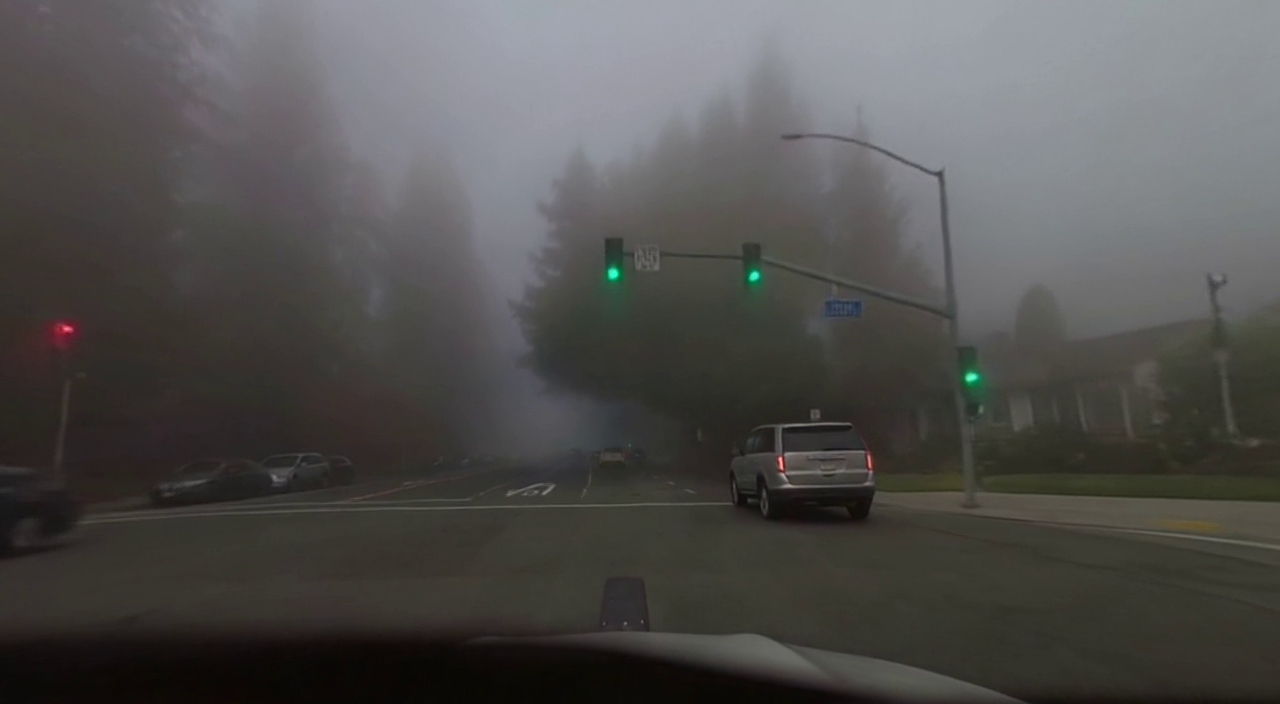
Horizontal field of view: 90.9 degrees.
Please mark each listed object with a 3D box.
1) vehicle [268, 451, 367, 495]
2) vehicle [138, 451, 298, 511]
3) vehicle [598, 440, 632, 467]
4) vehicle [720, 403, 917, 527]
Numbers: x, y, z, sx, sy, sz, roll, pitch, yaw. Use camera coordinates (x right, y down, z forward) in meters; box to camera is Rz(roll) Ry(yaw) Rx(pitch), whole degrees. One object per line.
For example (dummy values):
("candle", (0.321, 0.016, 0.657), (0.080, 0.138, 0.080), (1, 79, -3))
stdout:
("vehicle", (-13.198, 4.940, 26.122), (1.965, 1.416, 4.613), (-3, -8, -4))
("vehicle", (-13.263, 4.025, 20.253), (1.955, 1.509, 4.640), (-3, -8, 0))
("vehicle", (-1.747, 6.838, 42.698), (2.138, 1.729, 4.178), (0, -8, -4))
("vehicle", (3.378, 2.280, 13.496), (2.338, 2.063, 5.592), (0, -8, -3))
